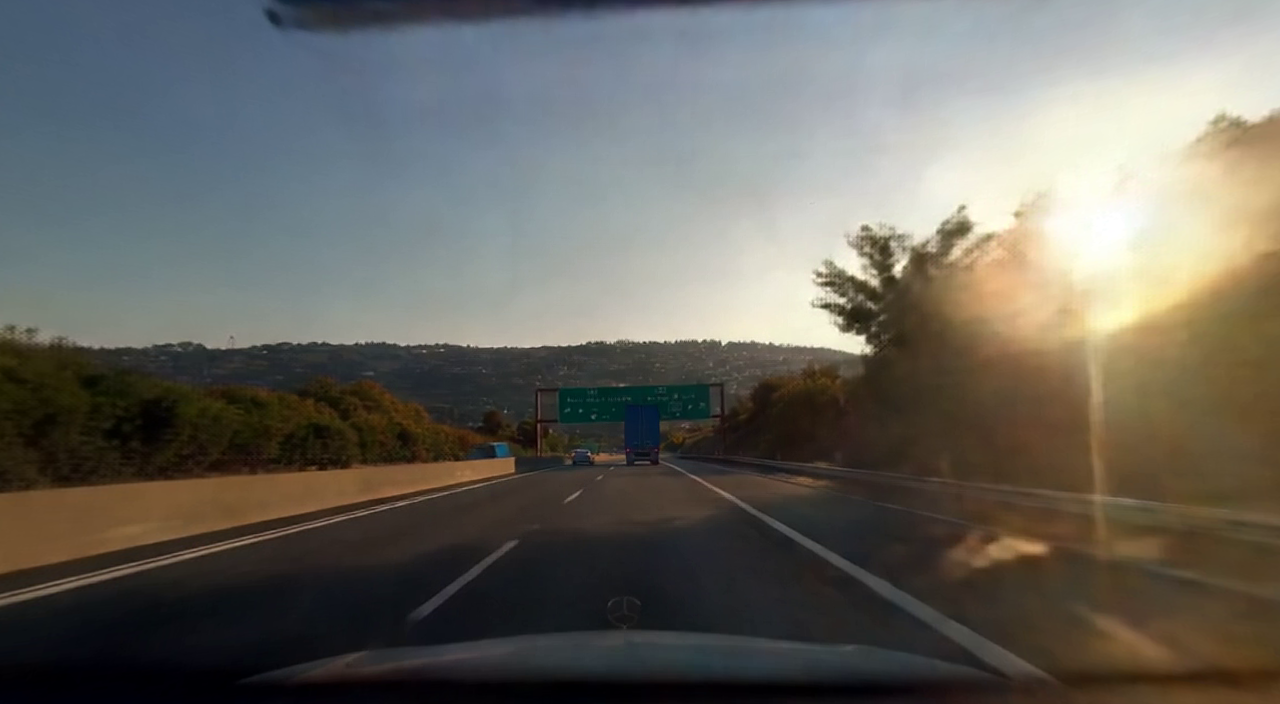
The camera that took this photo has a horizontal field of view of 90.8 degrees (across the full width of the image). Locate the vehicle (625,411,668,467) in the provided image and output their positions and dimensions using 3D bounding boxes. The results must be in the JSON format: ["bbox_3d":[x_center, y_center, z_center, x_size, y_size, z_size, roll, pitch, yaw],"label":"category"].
[{"bbox_3d":[0.318,6.717,48.168,2.864,3.805,9.500,0,-9,-2],"label":"vehicle"}]

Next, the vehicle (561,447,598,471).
[{"bbox_3d":[-4.047,7.245,42.904,2.053,1.523,4.450,0,-9,0],"label":"vehicle"}]
